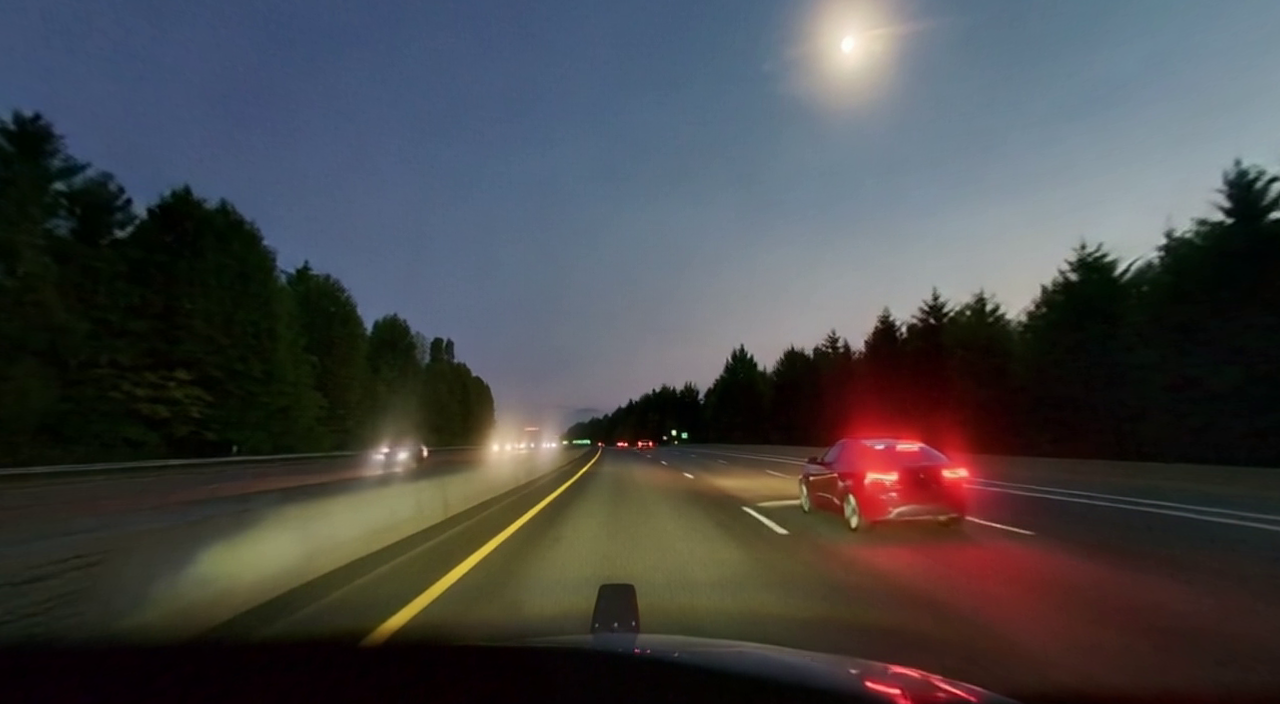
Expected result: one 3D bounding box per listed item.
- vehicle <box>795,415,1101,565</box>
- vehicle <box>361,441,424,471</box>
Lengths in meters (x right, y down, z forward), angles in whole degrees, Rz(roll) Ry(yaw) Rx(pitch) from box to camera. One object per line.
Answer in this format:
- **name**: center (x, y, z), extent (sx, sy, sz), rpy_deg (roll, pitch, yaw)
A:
- **vehicle**: center (3.694, 1.703, 8.630), extent (1.958, 1.526, 4.227), rpy_deg (0, -8, -2)
- **vehicle**: center (-13.336, 5.597, 34.240), extent (1.824, 1.459, 4.072), rpy_deg (0, -8, -1)
